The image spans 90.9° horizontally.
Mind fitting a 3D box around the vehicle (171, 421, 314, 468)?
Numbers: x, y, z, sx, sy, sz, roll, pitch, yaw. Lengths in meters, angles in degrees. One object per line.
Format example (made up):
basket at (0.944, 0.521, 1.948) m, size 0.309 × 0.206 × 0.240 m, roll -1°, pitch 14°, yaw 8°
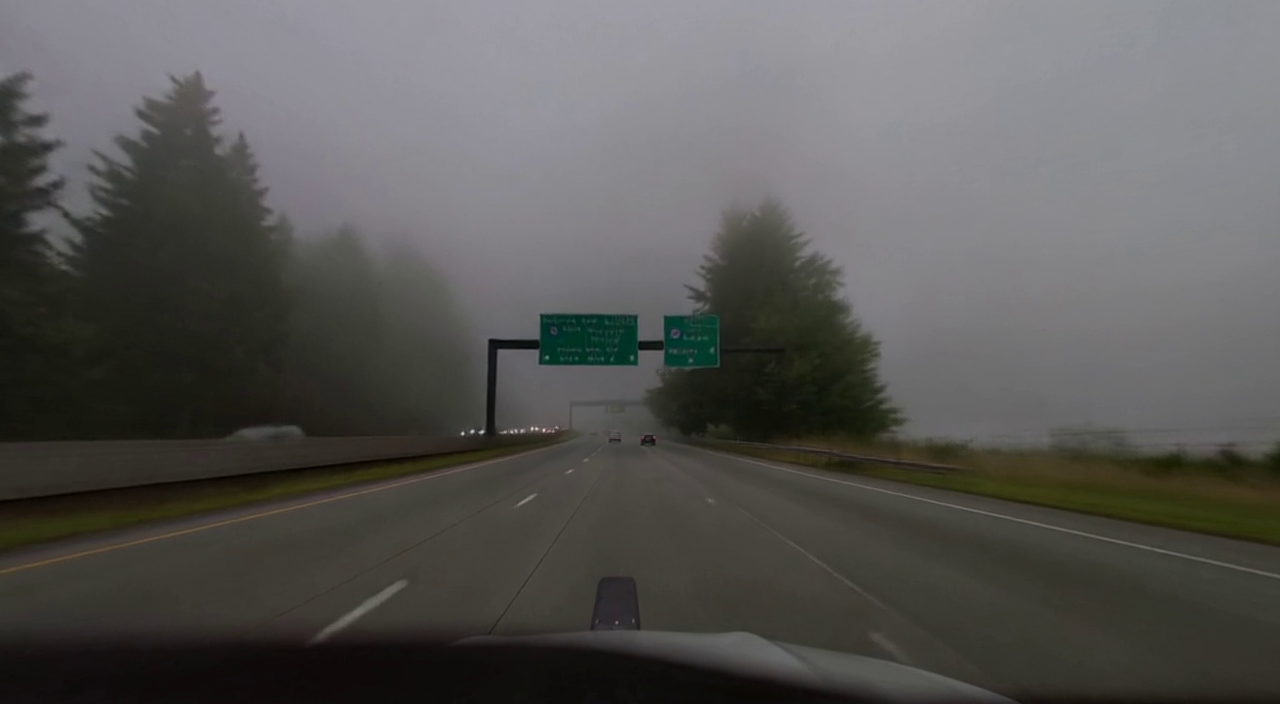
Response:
vehicle at (-13.587, 3.185, 21.968) m, size 1.916 × 1.461 × 4.780 m, roll 0°, pitch -8°, yaw -1°
